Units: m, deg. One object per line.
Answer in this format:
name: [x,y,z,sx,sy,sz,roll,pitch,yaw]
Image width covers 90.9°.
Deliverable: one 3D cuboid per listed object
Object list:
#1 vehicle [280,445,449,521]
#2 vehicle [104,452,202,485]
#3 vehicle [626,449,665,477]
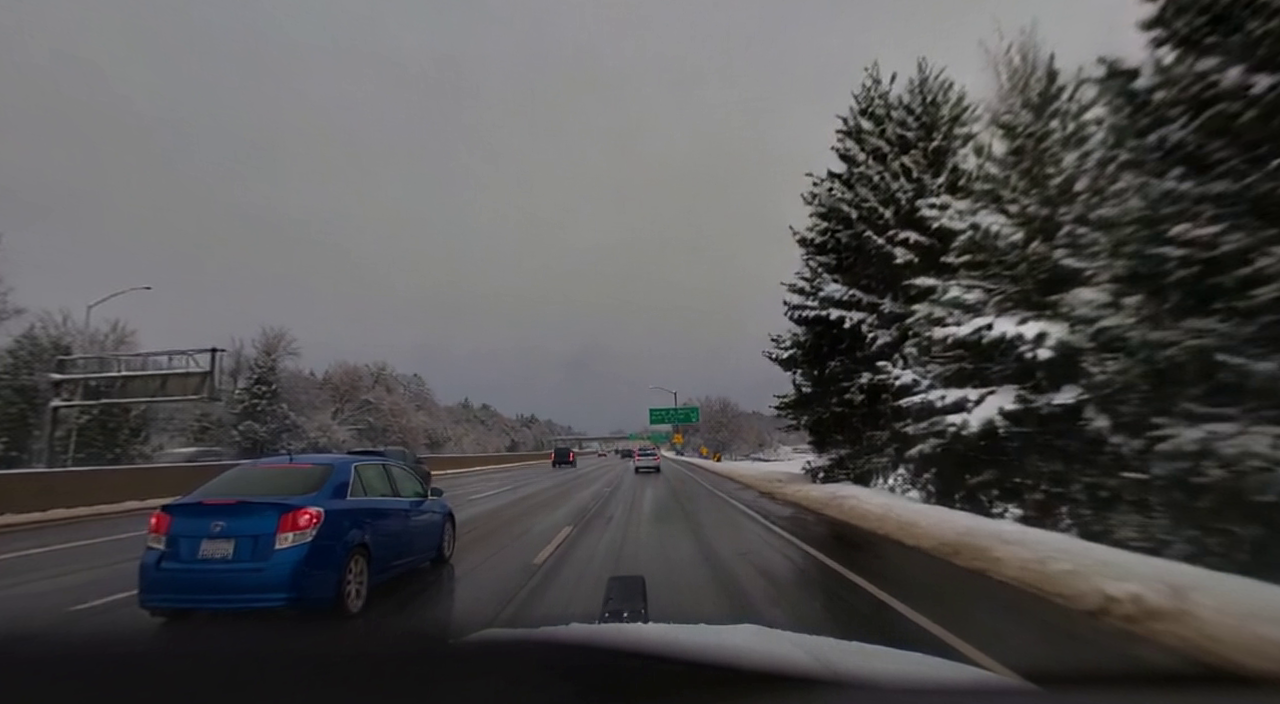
vehicle: [-6.378,3.036,15.292,2.075,1.528,4.327,0,-8,1]
vehicle: [-26.706,6.365,34.816,1.857,1.575,4.446,0,-8,0]
vehicle: [0.284,6.149,35.154,2.051,1.443,3.770,0,-8,0]
